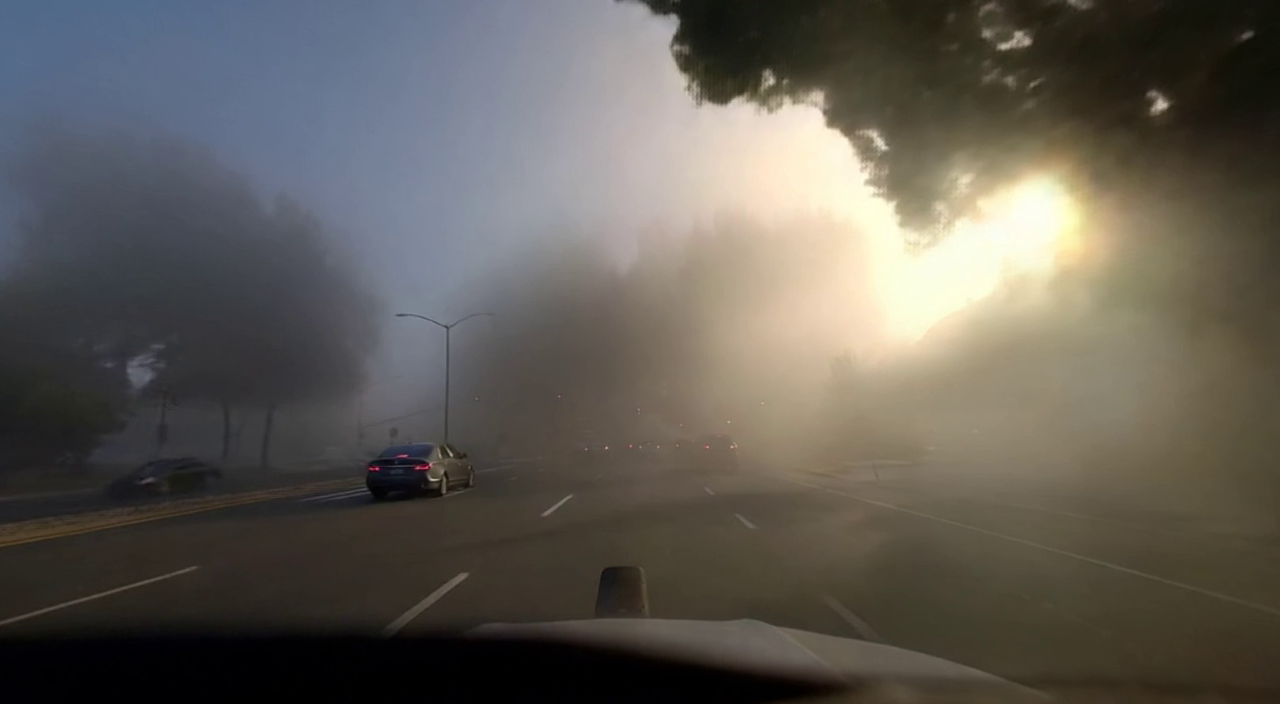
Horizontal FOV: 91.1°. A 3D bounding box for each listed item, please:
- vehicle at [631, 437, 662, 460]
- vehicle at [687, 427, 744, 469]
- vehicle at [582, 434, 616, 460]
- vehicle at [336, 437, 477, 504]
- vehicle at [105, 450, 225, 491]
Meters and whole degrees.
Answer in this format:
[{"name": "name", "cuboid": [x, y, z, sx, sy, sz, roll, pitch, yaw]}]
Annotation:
[{"name": "vehicle", "cuboid": [0.431, 6.484, 42.393, 2.021, 1.461, 3.862, 0, -8, 0]}, {"name": "vehicle", "cuboid": [3.509, 4.606, 30.155, 2.141, 1.833, 4.704, 0, -8, -1]}, {"name": "vehicle", "cuboid": [-2.741, 6.479, 42.980, 1.912, 1.703, 4.261, 0, -8, 2]}, {"name": "vehicle", "cuboid": [-5.743, 2.947, 16.161, 1.926, 1.465, 4.620, 0, -8, -1]}, {"name": "vehicle", "cuboid": [-19.282, 4.782, 25.741, 1.717, 1.486, 4.238, 0, -8, -3]}]
